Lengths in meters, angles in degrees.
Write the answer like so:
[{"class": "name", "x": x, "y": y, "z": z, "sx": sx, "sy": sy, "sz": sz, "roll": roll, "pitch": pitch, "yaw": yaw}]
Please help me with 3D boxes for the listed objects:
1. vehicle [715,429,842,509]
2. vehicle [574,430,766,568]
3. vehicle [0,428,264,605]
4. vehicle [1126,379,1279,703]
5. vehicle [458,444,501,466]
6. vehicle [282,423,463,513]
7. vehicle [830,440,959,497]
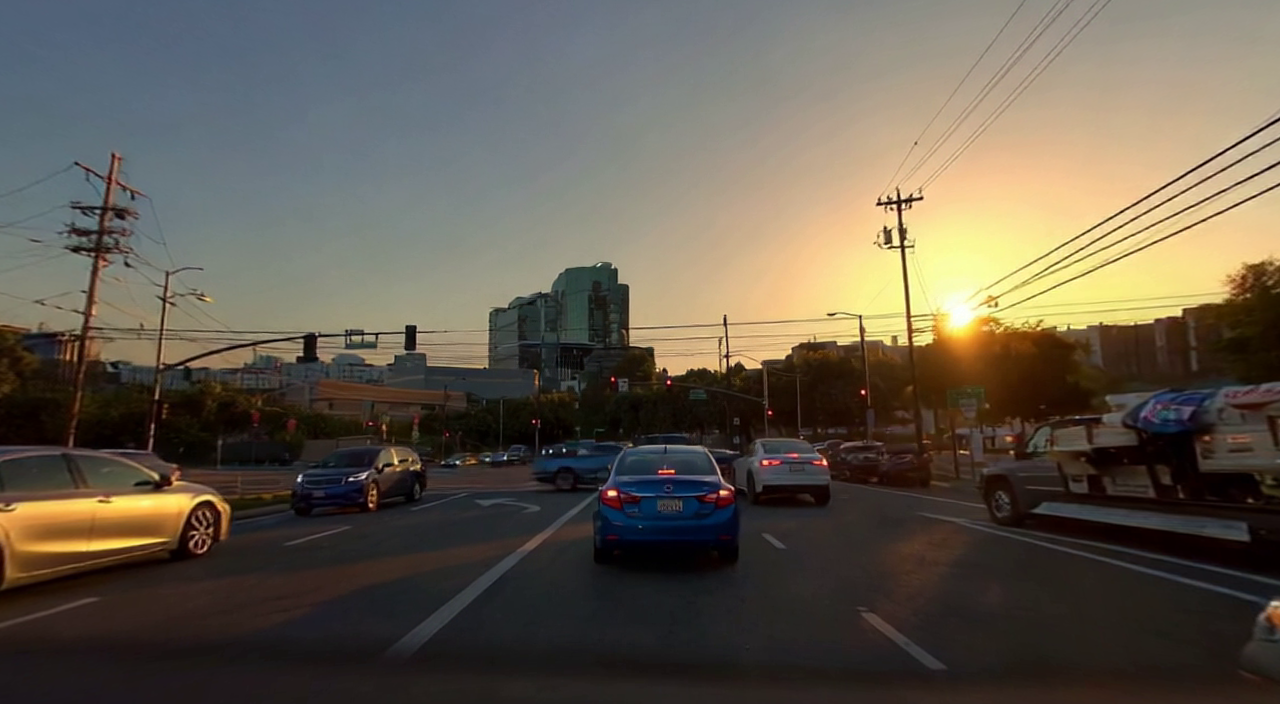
[{"class": "vehicle", "x": 3.234, "y": 2.831, "z": 15.770, "sx": 2.042, "sy": 1.676, "sz": 4.364, "roll": 0, "pitch": -8, "yaw": -2}, {"class": "vehicle", "x": 0.318, "y": 1.910, "z": 8.977, "sx": 2.109, "sy": 1.483, "sz": 3.964, "roll": 0, "pitch": -8, "yaw": 0}, {"class": "vehicle", "x": -6.409, "y": 1.594, "z": 6.649, "sx": 1.955, "sy": 1.497, "sz": 4.639, "roll": -1, "pitch": -8, "yaw": 1}, {"class": "vehicle", "x": 3.067, "y": 0.639, "z": 0.636, "sx": 1.870, "sy": 1.523, "sz": 4.096, "roll": -1, "pitch": -8, "yaw": 0}, {"class": "vehicle", "x": -12.384, "y": 7.971, "z": 48.940, "sx": 2.031, "sy": 1.578, "sz": 4.297, "roll": -1, "pitch": -8, "yaw": 2}, {"class": "vehicle", "x": -6.252, "y": 2.764, "z": 15.621, "sx": 2.070, "sy": 1.824, "sz": 5.196, "roll": -1, "pitch": -8, "yaw": 2}, {"class": "vehicle", "x": 7.263, "y": 3.334, "z": 18.572, "sx": 1.867, "sy": 1.459, "sz": 4.436, "roll": 0, "pitch": -8, "yaw": -1}]
